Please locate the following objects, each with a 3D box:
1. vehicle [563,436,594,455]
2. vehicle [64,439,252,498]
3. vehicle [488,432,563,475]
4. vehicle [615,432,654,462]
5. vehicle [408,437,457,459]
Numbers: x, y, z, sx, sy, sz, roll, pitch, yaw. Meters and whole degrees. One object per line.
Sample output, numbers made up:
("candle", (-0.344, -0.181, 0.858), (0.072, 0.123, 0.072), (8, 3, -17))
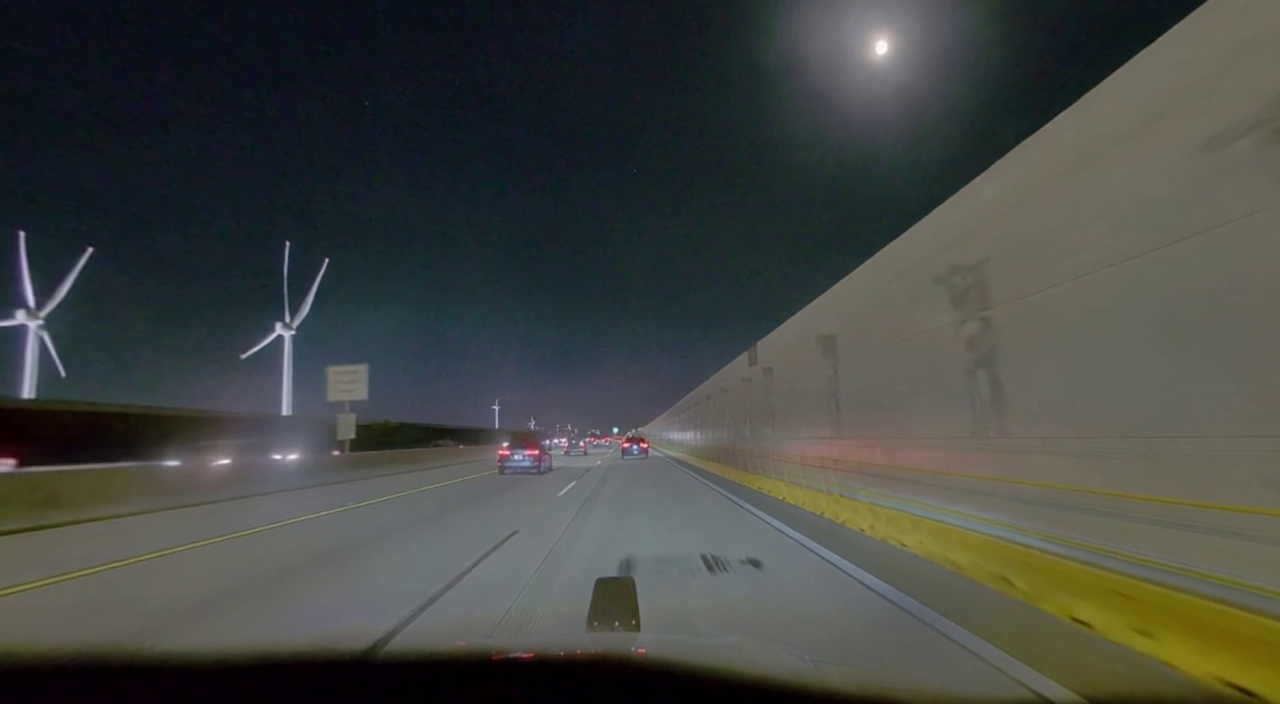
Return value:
("vehicle", (-4.668, 7.168, 48.465), (2.059, 1.436, 3.802), (0, -8, -1))
("vehicle", (-13.806, 3.317, 18.511), (1.876, 1.452, 4.670), (0, -8, -1))
("vehicle", (-4.171, 3.758, 23.730), (1.998, 1.468, 4.635), (0, -8, 0))
("vehicle", (-0.345, 5.148, 34.428), (2.027, 1.550, 3.607), (0, -8, -2))
("vehicle", (-15.122, 6.983, 46.219), (2.106, 1.519, 4.778), (0, -8, -2))
